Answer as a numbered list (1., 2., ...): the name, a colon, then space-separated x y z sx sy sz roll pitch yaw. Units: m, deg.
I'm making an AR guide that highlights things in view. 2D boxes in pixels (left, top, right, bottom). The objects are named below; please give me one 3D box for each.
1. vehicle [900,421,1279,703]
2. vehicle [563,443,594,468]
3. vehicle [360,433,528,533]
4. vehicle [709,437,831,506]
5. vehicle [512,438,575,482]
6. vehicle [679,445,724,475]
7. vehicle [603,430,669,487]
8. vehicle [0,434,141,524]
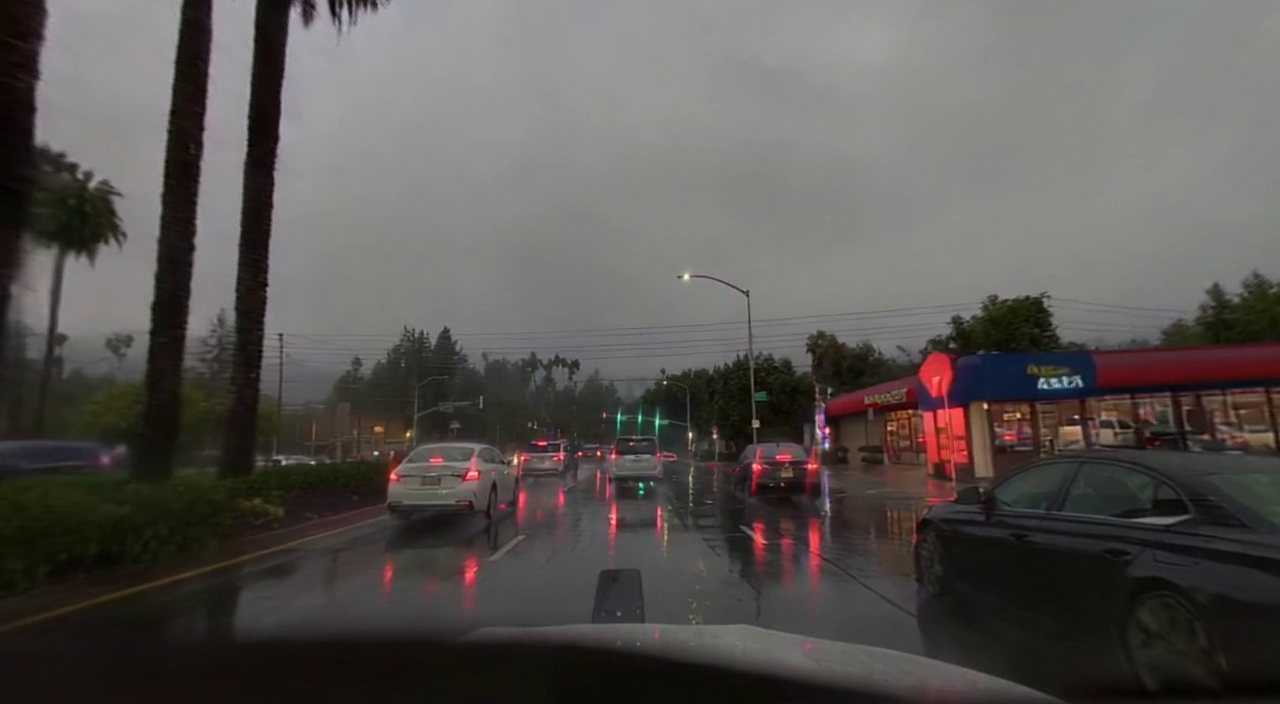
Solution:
1. vehicle: 3.638 1.249 4.206 1.867 1.448 4.436 0 -8 -1
2. vehicle: -4.282 7.290 44.632 1.871 1.673 3.920 0 -8 -1
3. vehicle: -3.365 2.314 11.753 1.864 1.505 4.202 0 -8 -1
4. vehicle: 3.097 2.950 16.041 1.977 1.480 4.589 0 -8 -2
5. vehicle: -3.920 4.467 26.336 1.932 1.695 4.235 0 -8 0
6. vehicle: 3.285 5.832 34.215 1.880 1.476 3.932 0 -8 -2
7. vehicle: -0.150 3.840 22.952 2.164 1.867 4.254 0 -8 0
8. vehicle: -13.785 2.696 13.656 2.113 1.772 4.591 0 -8 0
